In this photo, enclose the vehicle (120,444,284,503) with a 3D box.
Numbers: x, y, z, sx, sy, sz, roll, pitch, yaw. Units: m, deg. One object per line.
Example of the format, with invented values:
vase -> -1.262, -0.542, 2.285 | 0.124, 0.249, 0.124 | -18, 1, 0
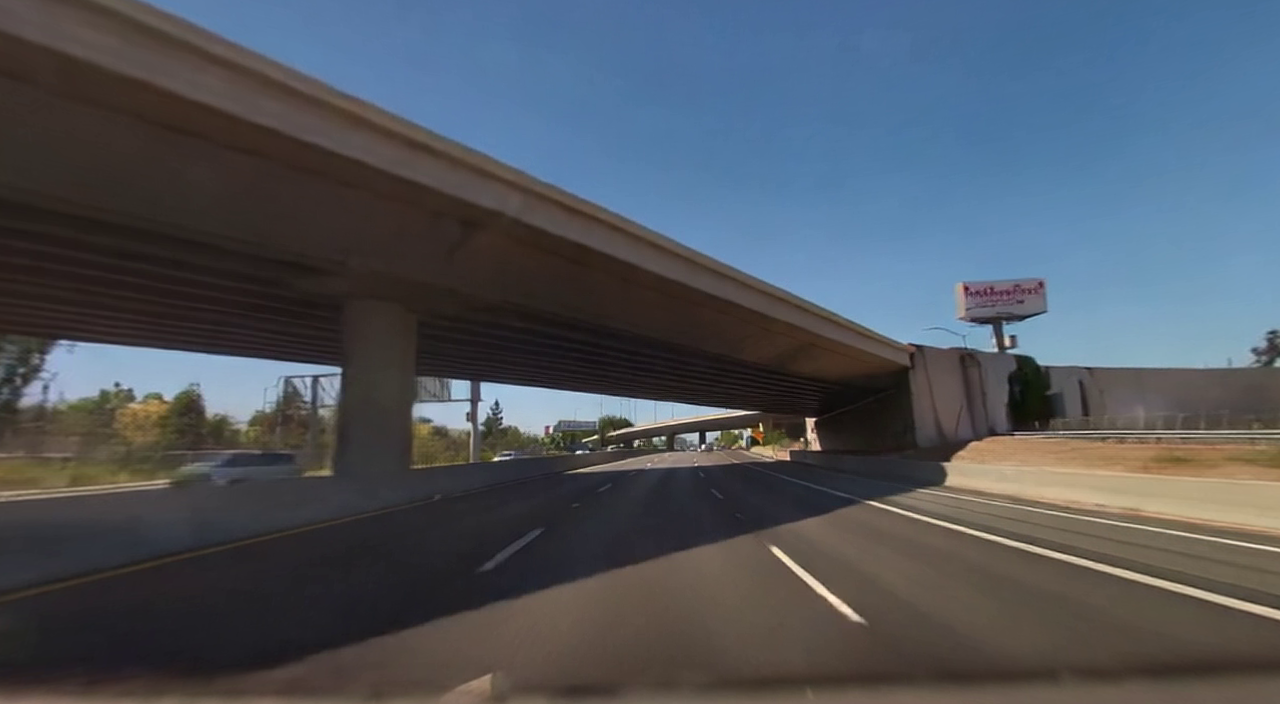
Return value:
vehicle -> -13.595, 3.755, 19.980 | 1.960, 1.530, 4.344 | -4, -9, 3
